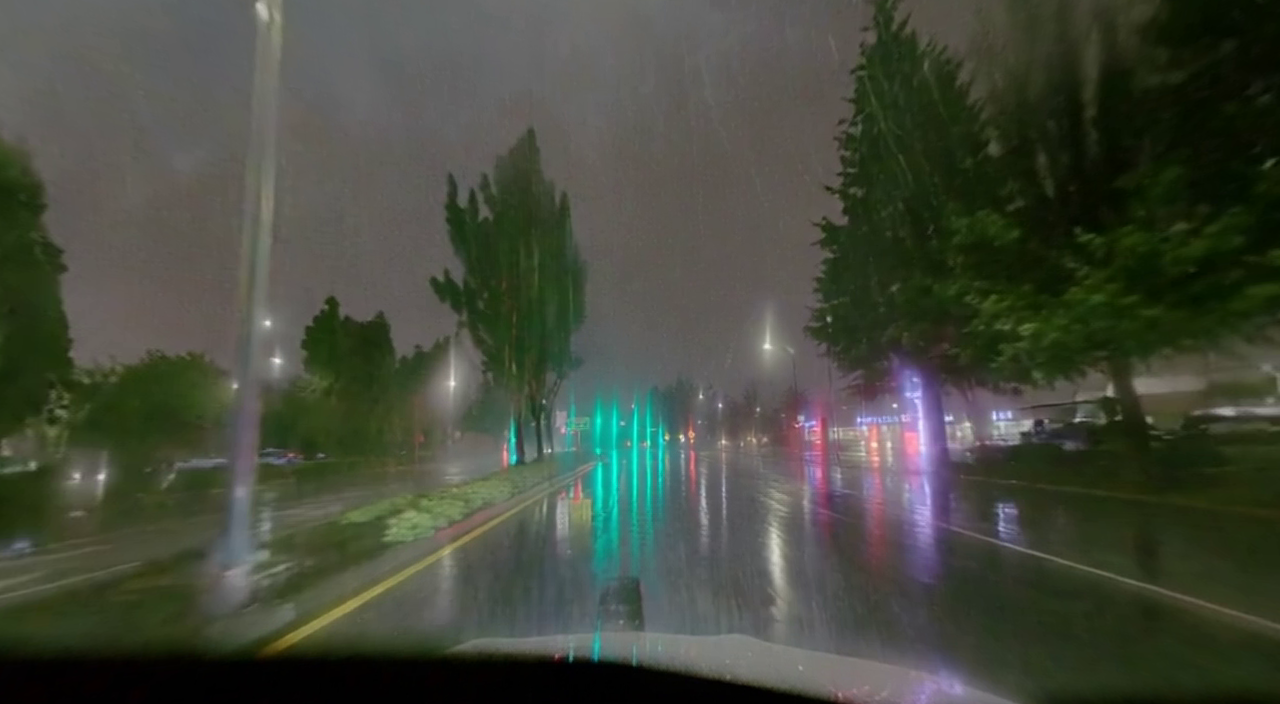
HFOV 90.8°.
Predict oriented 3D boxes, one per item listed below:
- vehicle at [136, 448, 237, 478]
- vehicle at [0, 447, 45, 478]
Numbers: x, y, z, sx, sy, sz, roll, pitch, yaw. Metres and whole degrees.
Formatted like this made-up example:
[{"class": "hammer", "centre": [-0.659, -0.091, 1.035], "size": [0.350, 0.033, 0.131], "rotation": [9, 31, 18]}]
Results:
[{"class": "vehicle", "centre": [-28.345, 6.940, 39.724], "size": [4.922, 1.511, 1.959], "rotation": [1, -8, -28]}, {"class": "vehicle", "centre": [-41.528, 7.203, 41.611], "size": [4.997, 1.912, 2.111], "rotation": [-6, -10, 33]}]
